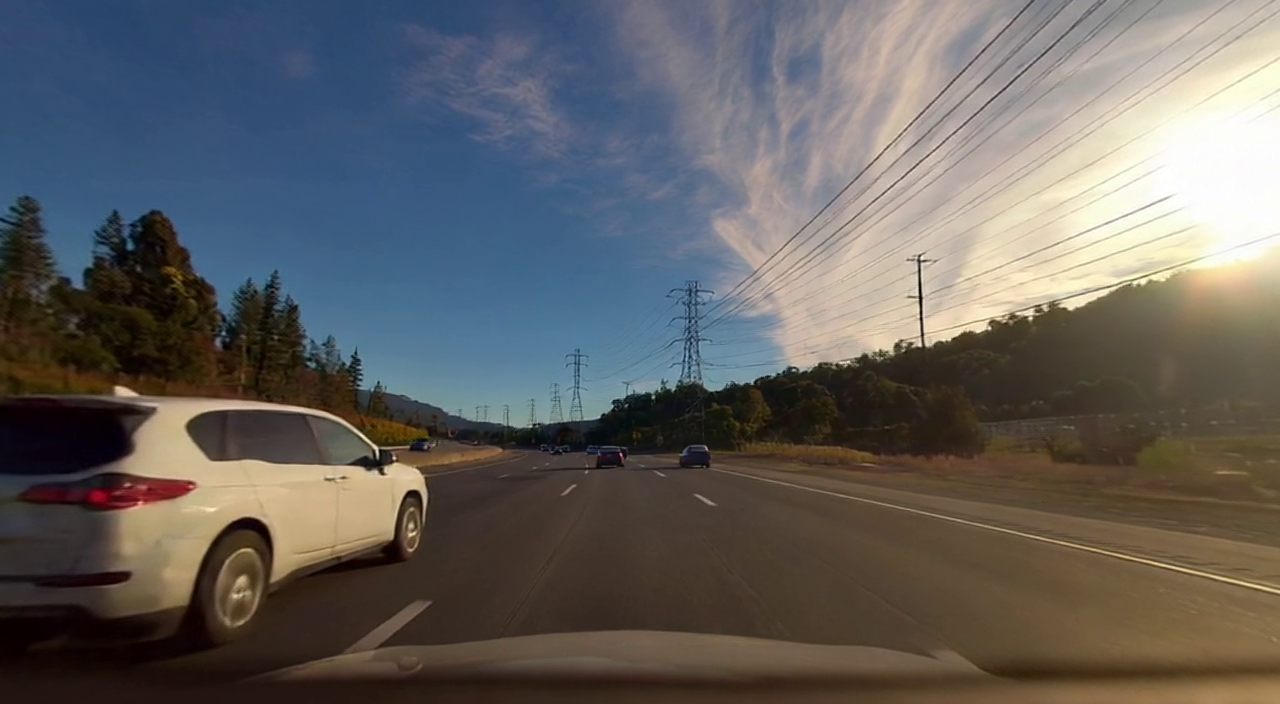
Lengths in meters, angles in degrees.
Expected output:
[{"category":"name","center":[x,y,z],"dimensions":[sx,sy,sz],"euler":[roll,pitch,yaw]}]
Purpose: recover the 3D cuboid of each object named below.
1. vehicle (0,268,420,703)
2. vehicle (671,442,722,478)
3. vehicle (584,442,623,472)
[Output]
[{"category":"vehicle","center":[-4.100,1.083,5.271],"dimensions":[2.475,2.152,5.837],"euler":[0,-8,-1]},{"category":"vehicle","center":[2.558,4.982,29.411],"dimensions":[1.789,1.503,3.897],"euler":[0,-8,-3]},{"category":"vehicle","center":[-2.275,6.335,38.364],"dimensions":[2.188,1.714,3.921],"euler":[1,-8,-5]}]
